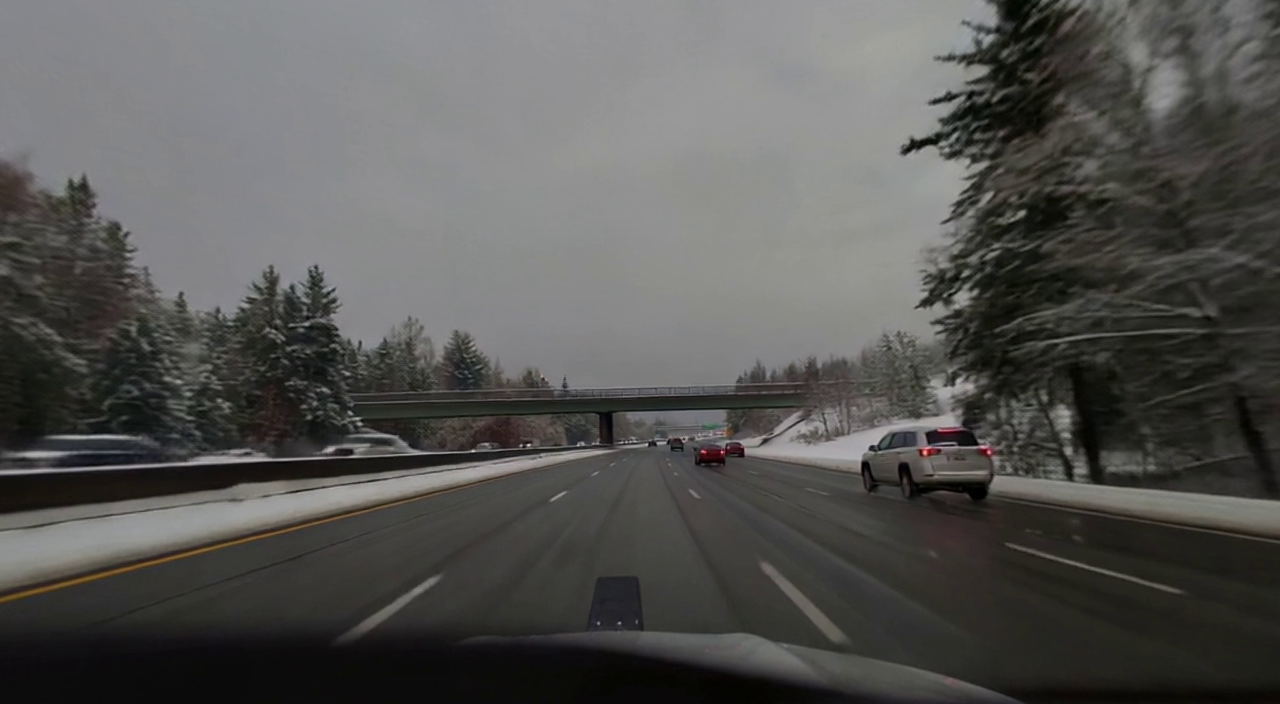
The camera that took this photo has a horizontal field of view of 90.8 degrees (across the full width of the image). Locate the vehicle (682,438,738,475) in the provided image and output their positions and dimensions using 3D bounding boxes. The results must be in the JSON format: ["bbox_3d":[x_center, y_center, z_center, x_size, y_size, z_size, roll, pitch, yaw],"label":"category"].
[{"bbox_3d":[2.987,4.586,27.903,1.981,1.471,4.342,0,-9,0],"label":"vehicle"}]

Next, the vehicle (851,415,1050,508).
[{"bbox_3d":[6.966,2.527,14.990,2.087,1.806,4.946,0,-9,-1],"label":"vehicle"}]

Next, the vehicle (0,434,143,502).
[{"bbox_3d":[-19.952,3.730,20.717,2.242,1.980,6.315,0,-9,-1],"label":"vehicle"}]

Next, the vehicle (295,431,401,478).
[{"bbox_3d":[-13.449,4.775,29.584,2.310,1.956,5.331,-1,-9,1],"label":"vehicle"}]

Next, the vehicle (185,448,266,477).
[{"bbox_3d":[-23.310,6.199,35.692,1.832,1.526,3.977,0,-9,0],"label":"vehicle"}]
